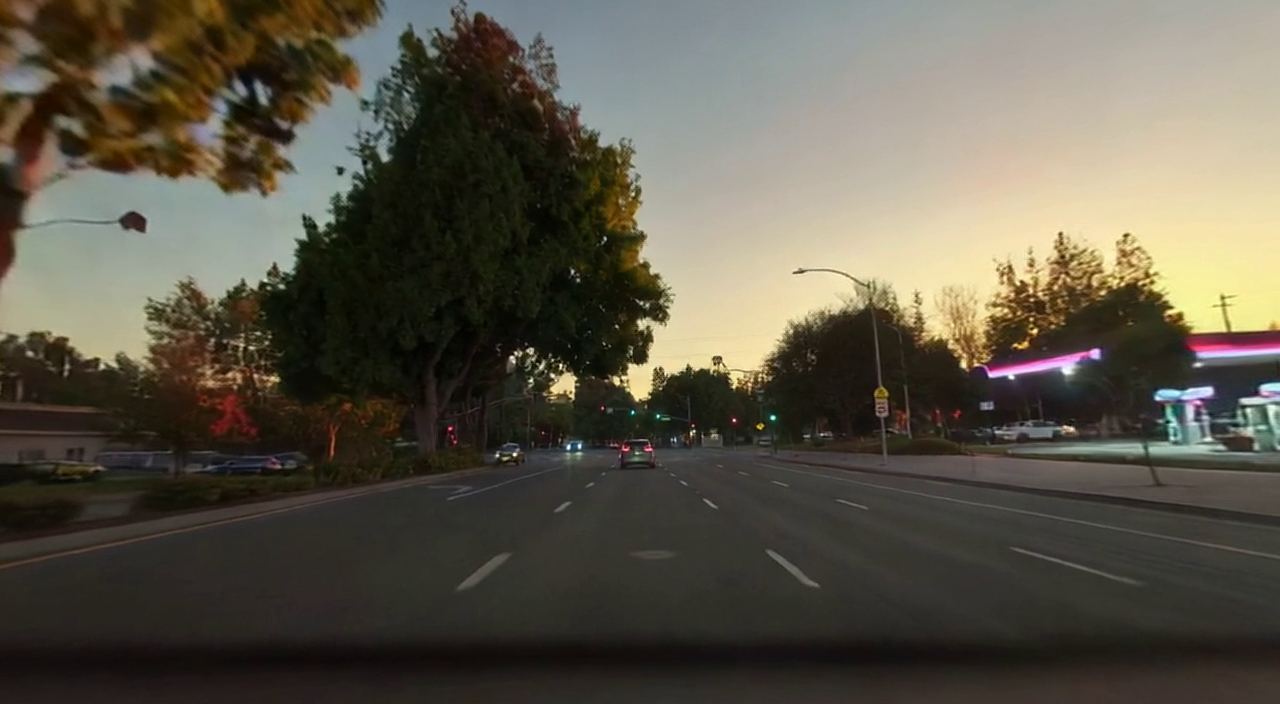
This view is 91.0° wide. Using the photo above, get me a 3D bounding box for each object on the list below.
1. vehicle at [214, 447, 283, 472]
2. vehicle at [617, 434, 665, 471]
[{"bbox_3d":[-28.353,7.750,45.539,4.662,1.677,2.026,-4,-9,27],"label":"vehicle"},{"bbox_3d":[0.023,5.015,31.505,2.213,1.715,4.242,0,-8,-1],"label":"vehicle"}]
